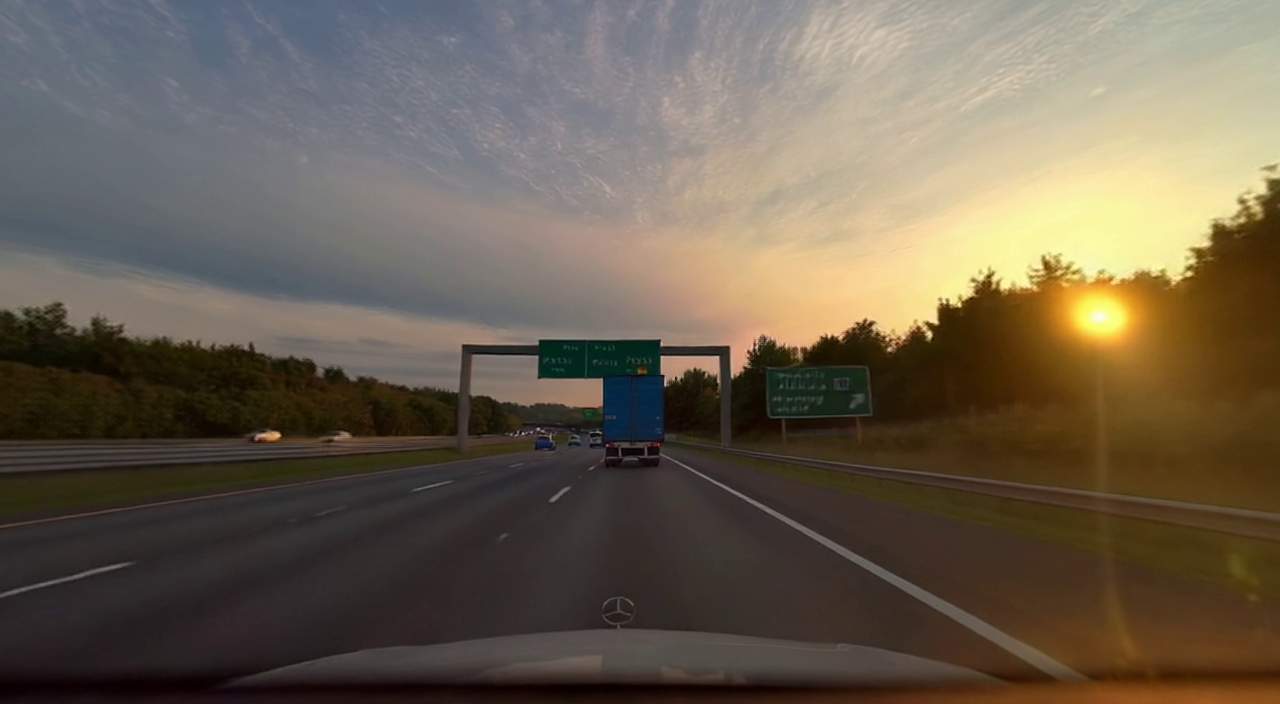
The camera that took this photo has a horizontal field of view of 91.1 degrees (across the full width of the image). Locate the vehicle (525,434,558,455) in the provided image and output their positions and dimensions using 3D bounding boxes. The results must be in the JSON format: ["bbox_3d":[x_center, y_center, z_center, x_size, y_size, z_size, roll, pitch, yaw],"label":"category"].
[{"bbox_3d":[-7.183,6.788,46.305,1.856,1.479,3.710,0,-8,0],"label":"vehicle"}]

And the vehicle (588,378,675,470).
[{"bbox_3d":[-0.430,3.611,30.651,3.033,3.223,14.836,4,-7,-1],"label":"vehicle"}]
